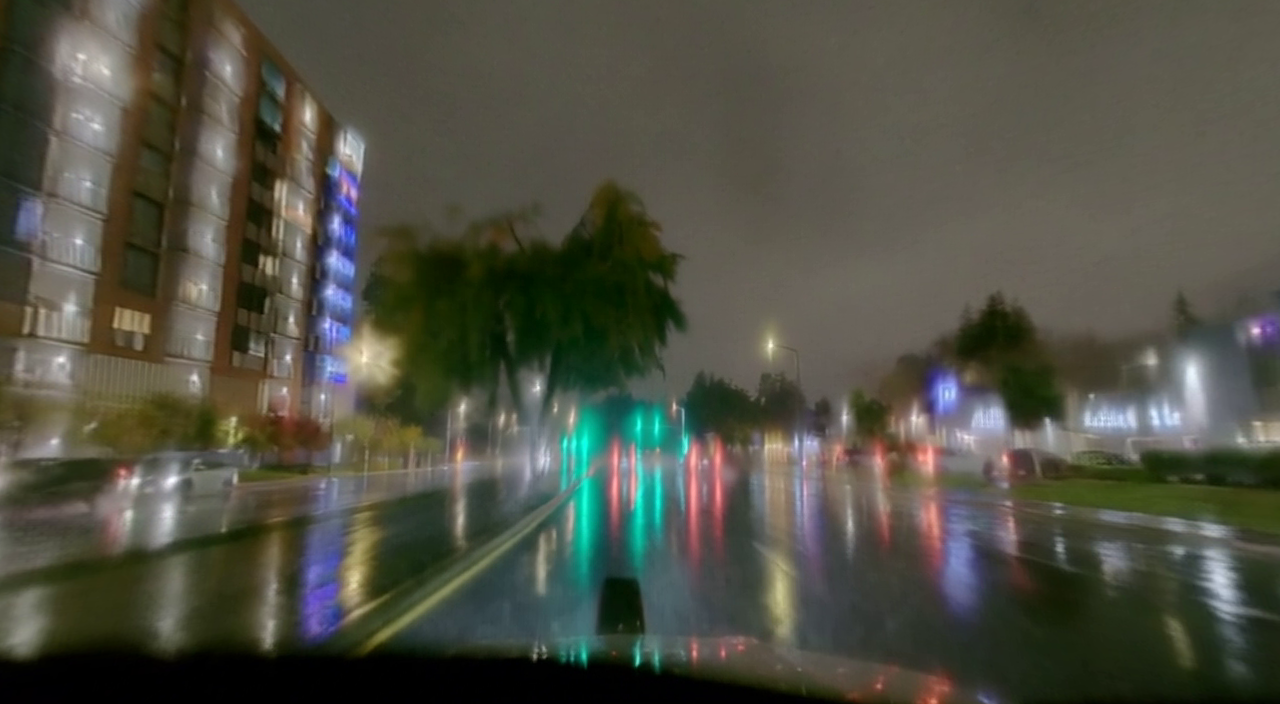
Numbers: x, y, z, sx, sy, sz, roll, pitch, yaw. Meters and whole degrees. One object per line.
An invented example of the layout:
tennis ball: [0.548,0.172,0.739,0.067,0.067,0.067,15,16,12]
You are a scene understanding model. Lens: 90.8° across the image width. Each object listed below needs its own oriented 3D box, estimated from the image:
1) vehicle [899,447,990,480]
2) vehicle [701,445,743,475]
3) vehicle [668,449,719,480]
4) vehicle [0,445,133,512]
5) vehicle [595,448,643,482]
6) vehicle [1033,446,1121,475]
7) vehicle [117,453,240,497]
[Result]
vehicle: [19.846,7.279,41.461,2.150,1.966,5.027,4,-10,-23]
vehicle: [5.698,7.598,44.559,2.052,1.990,4.736,0,-9,-3]
vehicle: [2.697,5.826,32.944,1.993,1.477,4.240,0,-9,-4]
vehicle: [-19.482,3.933,19.972,2.241,1.891,5.637,0,-9,-1]
vehicle: [-1.024,5.299,29.898,2.101,1.444,4.248,0,-9,-2]
vehicle: [31.845,7.927,46.230,1.956,1.955,4.773,4,-10,-27]
vehicle: [-19.743,5.262,27.354,2.019,1.687,4.484,0,-9,-2]
